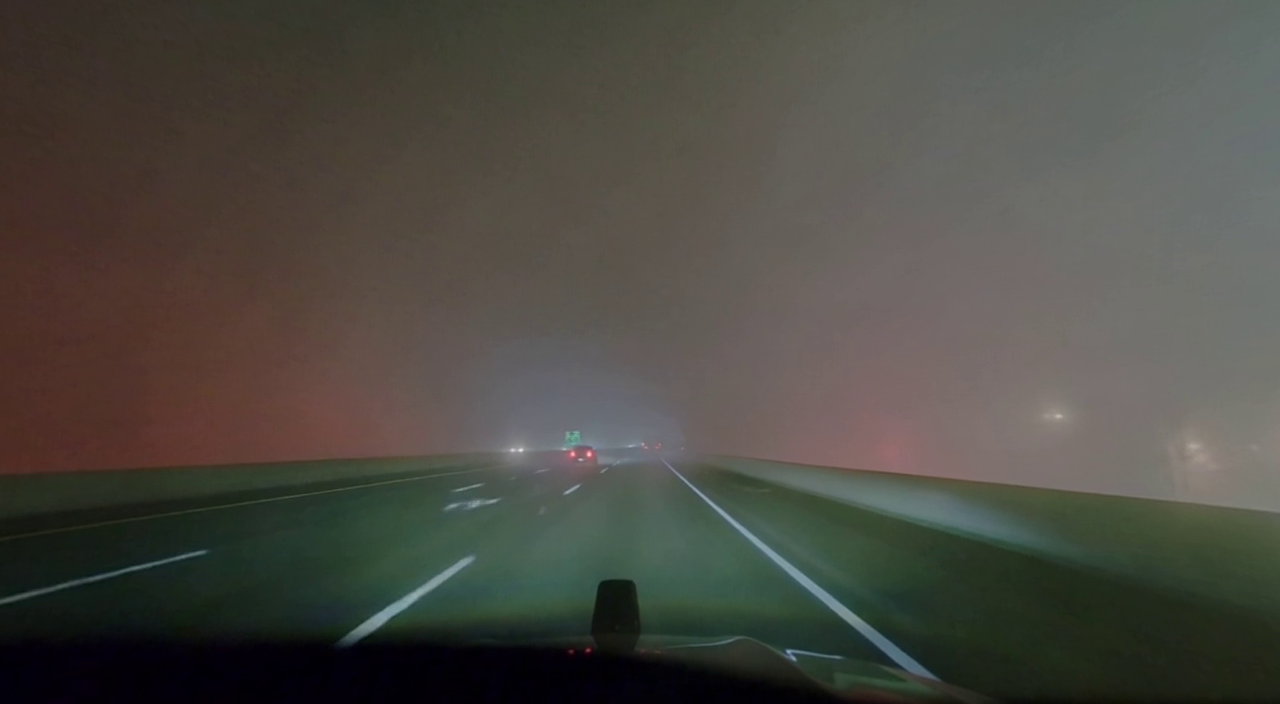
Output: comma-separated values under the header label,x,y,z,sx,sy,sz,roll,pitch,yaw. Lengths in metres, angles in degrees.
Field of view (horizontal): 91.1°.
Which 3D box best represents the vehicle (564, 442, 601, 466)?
label,x,y,z,sx,sy,sz,roll,pitch,yaw
vehicle,-3.928,7.077,43.691,1.961,1.540,4.487,-1,-9,2
